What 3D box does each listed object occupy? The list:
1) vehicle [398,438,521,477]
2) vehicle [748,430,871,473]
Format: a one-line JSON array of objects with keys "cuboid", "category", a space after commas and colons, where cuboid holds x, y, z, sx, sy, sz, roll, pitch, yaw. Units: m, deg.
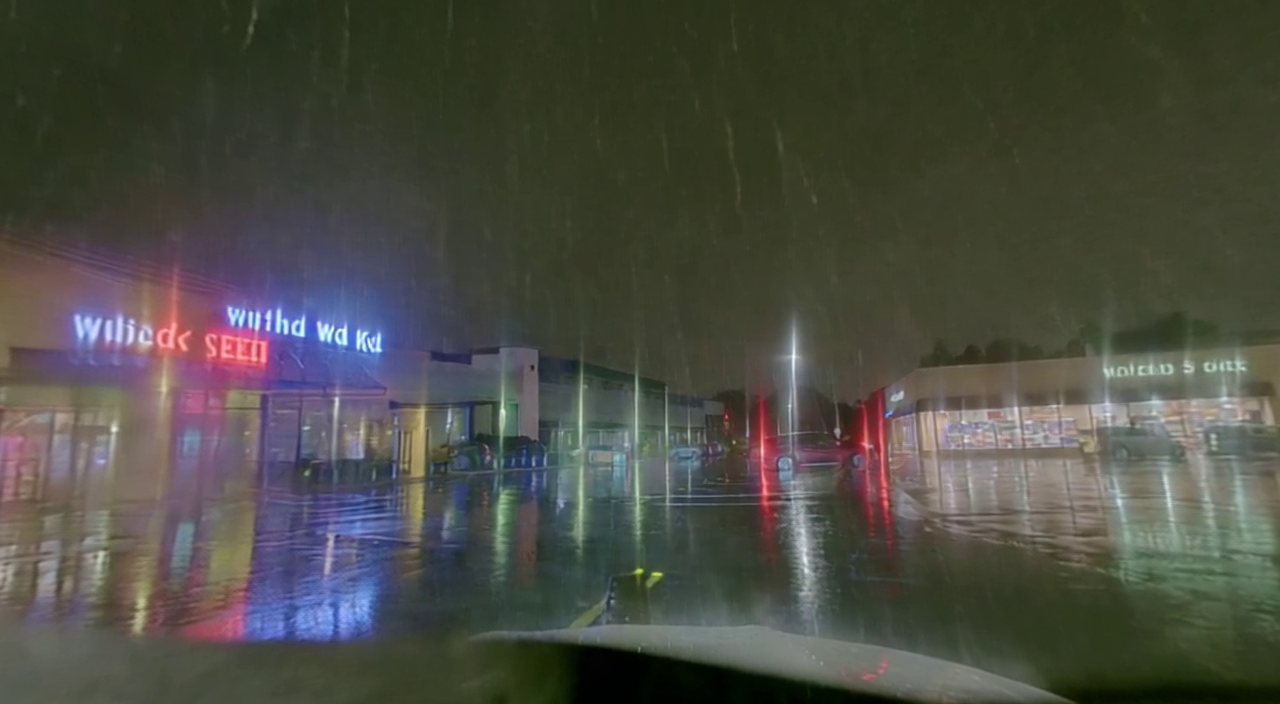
[{"cuboid": [-7.866, 4.615, 27.656, 4.814, 1.618, 1.869, -2, -9, 11], "category": "vehicle"}, {"cuboid": [7.174, 4.206, 26.781, 4.706, 1.663, 1.993, -4, -9, 25], "category": "vehicle"}]
